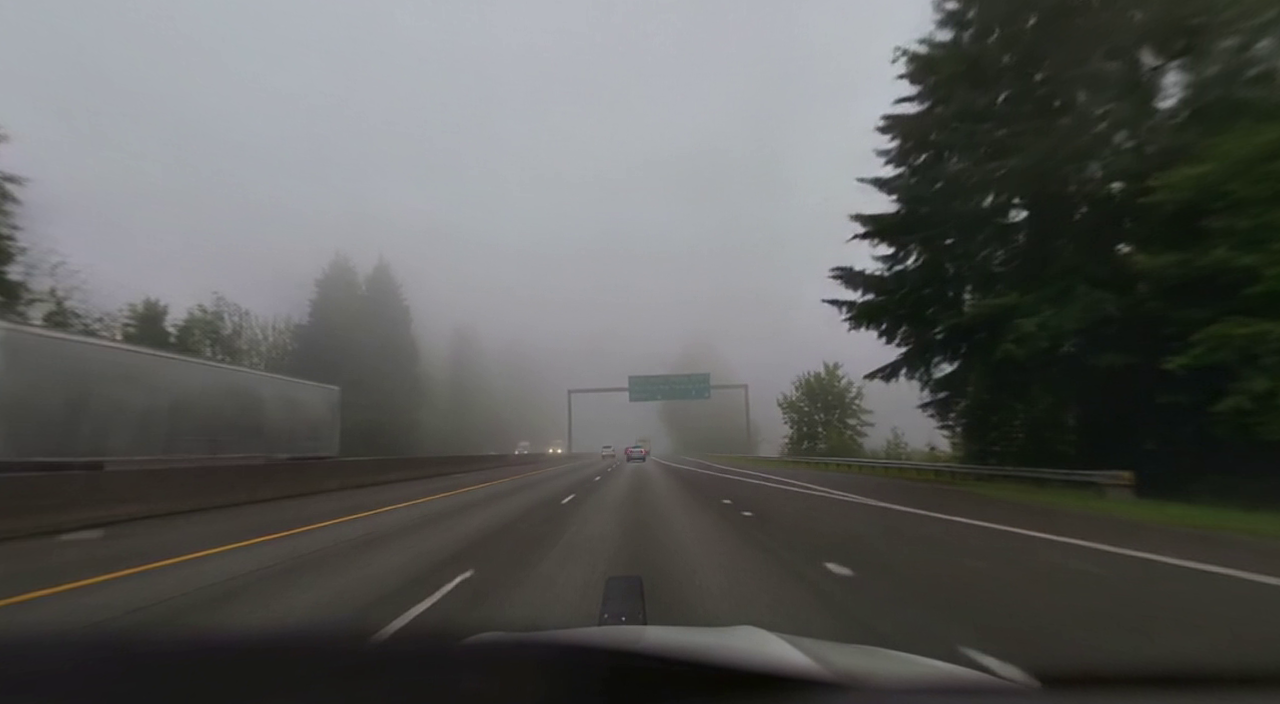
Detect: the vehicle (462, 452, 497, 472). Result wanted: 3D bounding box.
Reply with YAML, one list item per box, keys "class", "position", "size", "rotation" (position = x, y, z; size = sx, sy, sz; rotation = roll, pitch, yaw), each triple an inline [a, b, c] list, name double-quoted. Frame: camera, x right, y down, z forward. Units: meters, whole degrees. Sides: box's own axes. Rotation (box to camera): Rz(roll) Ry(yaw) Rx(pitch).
- class: "vehicle"
  position: [-12.303, 8.461, 48.504]
  size: [1.764, 1.417, 3.582]
  rotation: [0, -9, 0]

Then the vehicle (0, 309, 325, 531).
- class: "vehicle"
  position: [-12.714, 1.785, 14.899]
  size: [2.883, 3.879, 14.701]
  rotation: [0, -9, 0]

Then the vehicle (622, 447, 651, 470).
- class: "vehicle"
  position: [-0.180, 7.121, 42.329]
  size: [1.860, 1.473, 3.689]
  rotation: [0, -9, 1]
